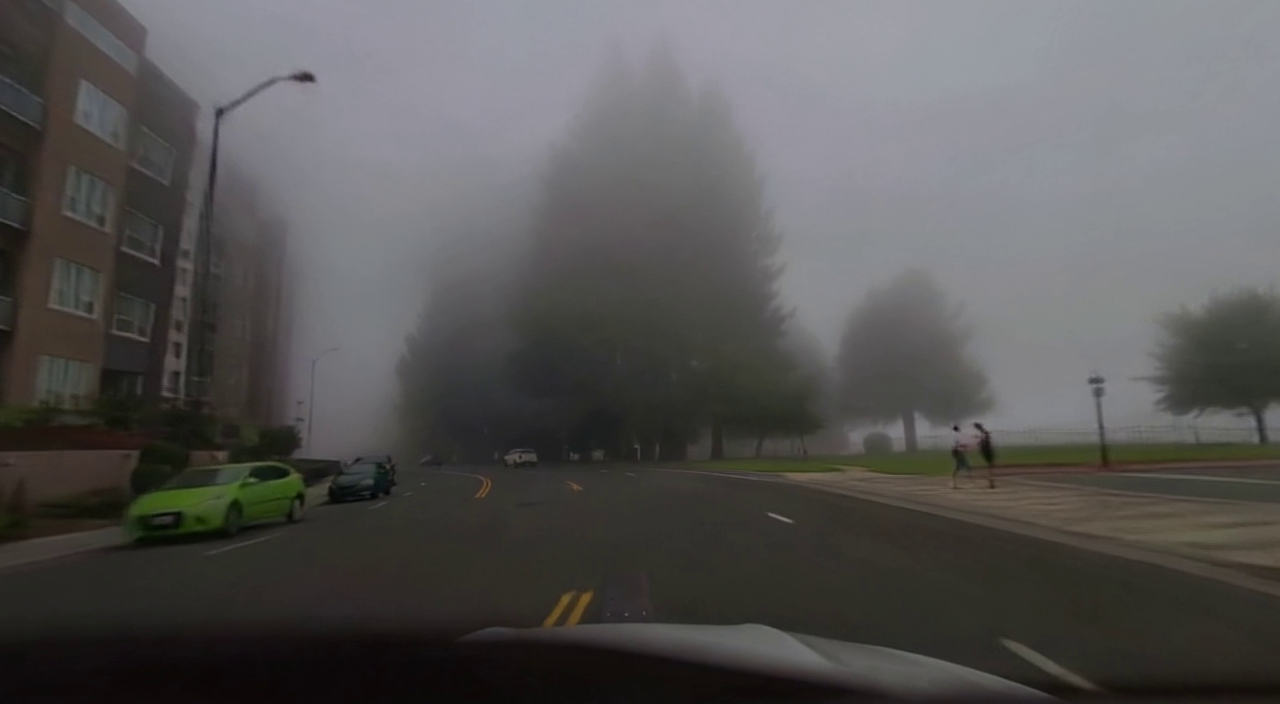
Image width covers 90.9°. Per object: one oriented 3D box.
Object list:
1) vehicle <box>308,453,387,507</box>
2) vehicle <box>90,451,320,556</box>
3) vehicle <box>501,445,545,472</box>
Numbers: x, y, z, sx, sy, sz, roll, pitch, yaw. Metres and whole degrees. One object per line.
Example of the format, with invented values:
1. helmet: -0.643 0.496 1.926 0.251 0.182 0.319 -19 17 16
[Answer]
1. vehicle: -10.783 4.688 23.515 1.908 1.602 4.279 -2 -8 -15
2. vehicle: -8.537 2.918 12.992 1.994 1.697 4.436 1 -9 -7
3. vehicle: -8.511 7.658 45.527 2.000 1.809 4.405 3 -9 -25
